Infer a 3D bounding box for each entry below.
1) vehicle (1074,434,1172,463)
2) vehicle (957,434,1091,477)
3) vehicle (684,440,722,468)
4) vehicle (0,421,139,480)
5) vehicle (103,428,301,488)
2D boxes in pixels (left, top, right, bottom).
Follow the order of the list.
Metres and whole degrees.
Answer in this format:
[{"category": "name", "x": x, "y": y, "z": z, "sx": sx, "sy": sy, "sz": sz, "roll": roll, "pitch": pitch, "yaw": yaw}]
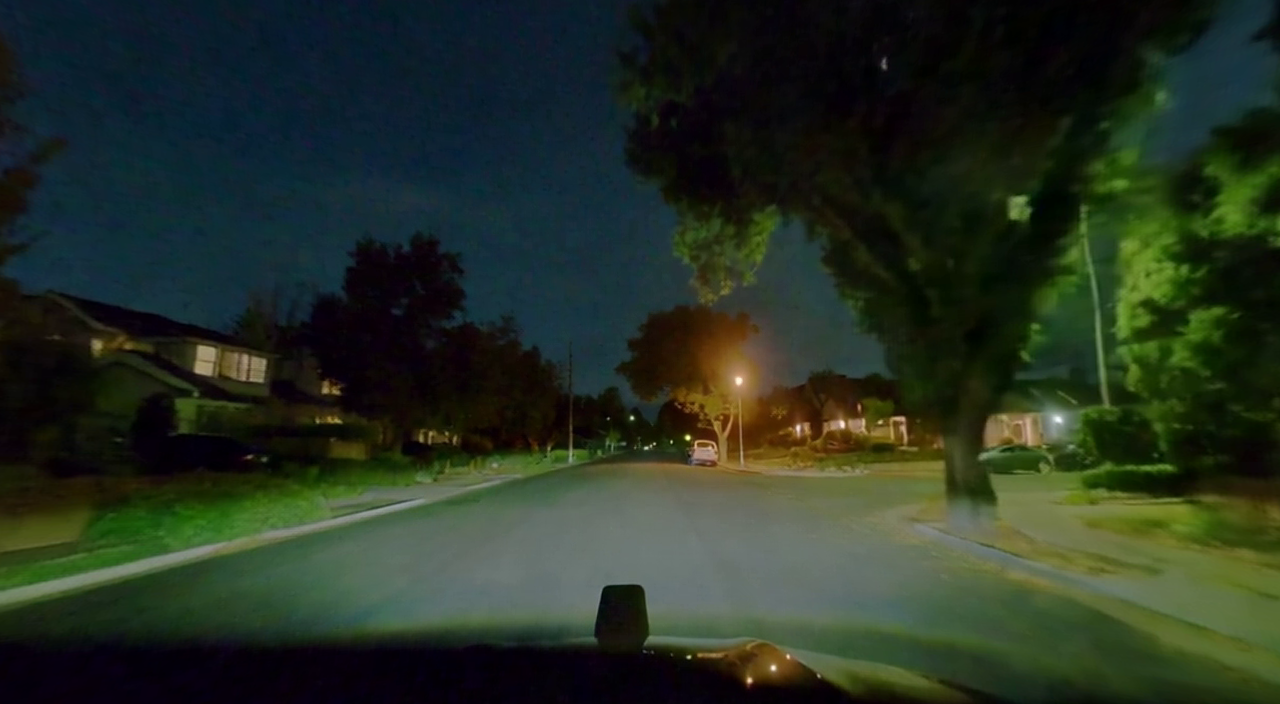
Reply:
[{"category": "vehicle", "x": 27.868, "y": 5.586, "z": 36.619, "sx": 2.009, "sy": 1.538, "sz": 4.676, "roll": 0, "pitch": -8, "yaw": 0}, {"category": "vehicle", "x": 17.648, "y": 4.786, "z": 29.197, "sx": 4.681, "sy": 1.810, "sz": 2.249, "roll": -2, "pitch": -8, "yaw": 5}, {"category": "vehicle", "x": 4.193, "y": 6.855, "z": 42.638, "sx": 2.046, "sy": 1.760, "sz": 4.570, "roll": 0, "pitch": -8, "yaw": -1}, {"category": "vehicle", "x": -18.488, "y": 3.000, "z": 19.309, "sx": 4.530, "sy": 1.678, "sz": 1.994, "roll": 0, "pitch": -8, "yaw": 2}, {"category": "vehicle", "x": -13.198, "y": 3.213, "z": 19.232, "sx": 4.543, "sy": 1.691, "sz": 1.957, "roll": 0, "pitch": -8, "yaw": 0}]
